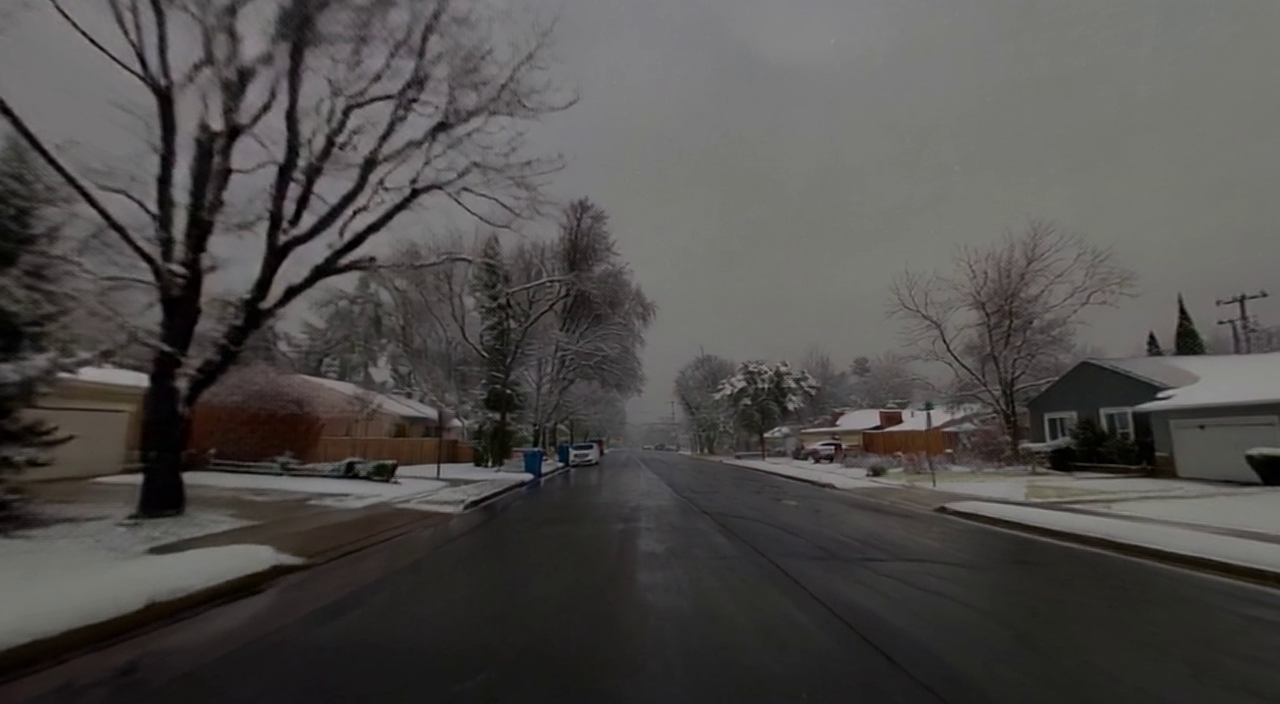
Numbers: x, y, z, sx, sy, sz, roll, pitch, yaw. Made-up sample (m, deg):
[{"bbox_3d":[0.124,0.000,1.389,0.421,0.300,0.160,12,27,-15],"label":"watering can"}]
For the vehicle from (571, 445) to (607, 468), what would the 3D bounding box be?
[{"bbox_3d":[-3.364,7.024,42.509,2.017,1.397,4.004,-1,-8,2],"label":"vehicle"}]
